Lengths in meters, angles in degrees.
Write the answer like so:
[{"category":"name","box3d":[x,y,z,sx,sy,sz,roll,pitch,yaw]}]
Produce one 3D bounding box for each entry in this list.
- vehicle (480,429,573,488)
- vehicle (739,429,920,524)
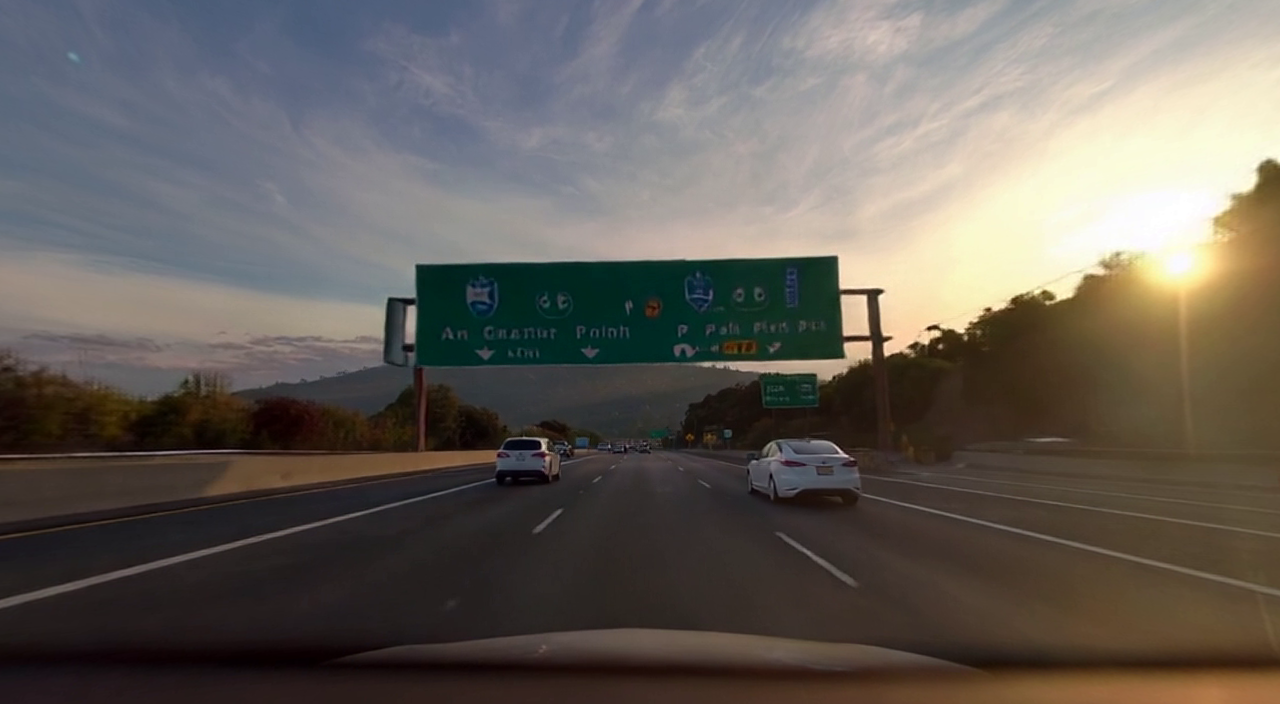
[{"category":"vehicle","box3d":[-3.642,3.536,21.217,2.193,1.746,4.512,0,-9,1]},{"category":"vehicle","box3d":[3.516,2.427,12.940,2.107,1.550,4.949,0,-9,-1]}]
